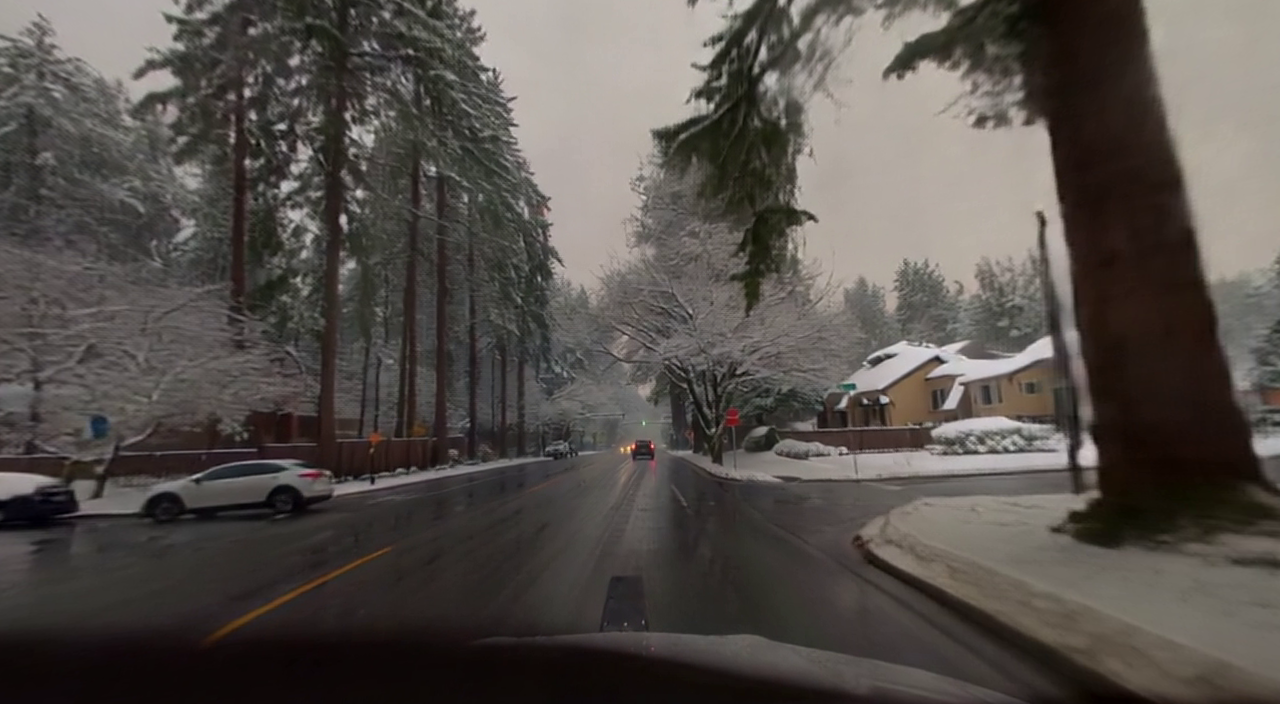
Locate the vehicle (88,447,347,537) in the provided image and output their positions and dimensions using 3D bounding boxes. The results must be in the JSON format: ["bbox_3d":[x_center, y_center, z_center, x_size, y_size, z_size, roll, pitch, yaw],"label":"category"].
[{"bbox_3d":[-9.577,3.178,14.643,4.594,1.696,1.971,-2,-8,-1],"label":"vehicle"}]
